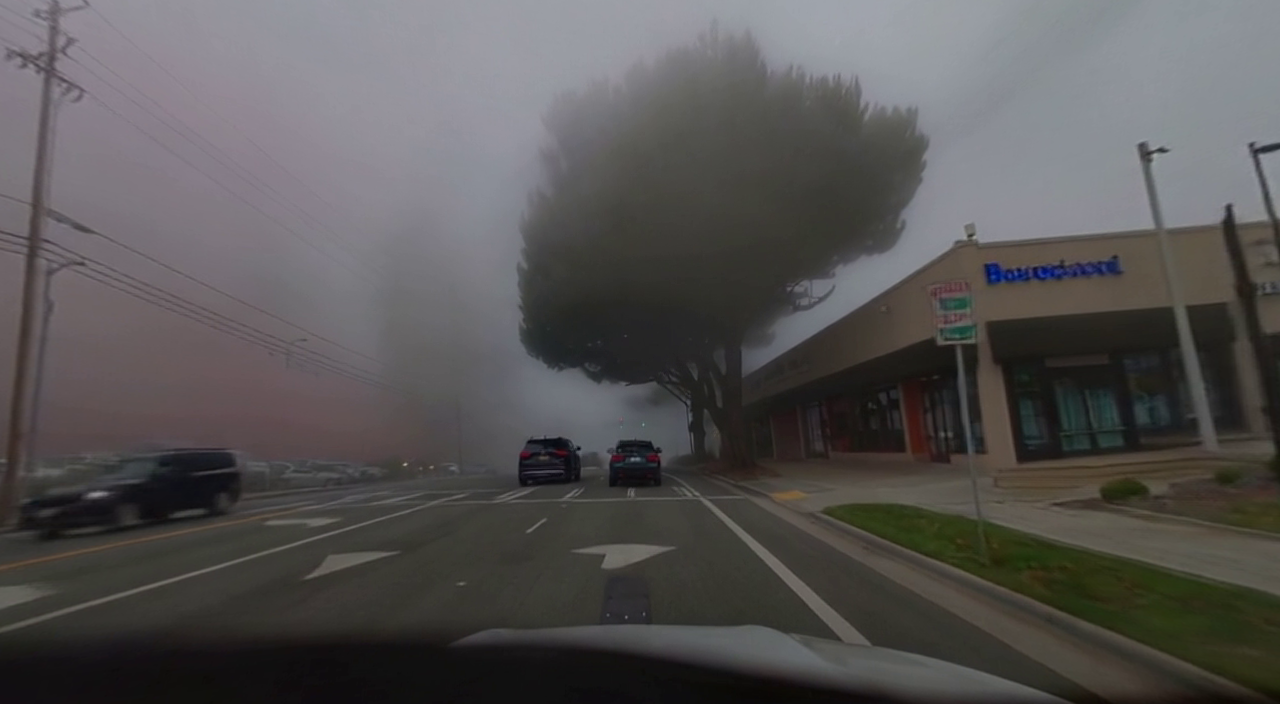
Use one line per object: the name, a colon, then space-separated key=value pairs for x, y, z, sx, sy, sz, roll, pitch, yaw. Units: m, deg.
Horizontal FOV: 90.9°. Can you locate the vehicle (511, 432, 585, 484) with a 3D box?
vehicle: x=-3.525 y=4.183 z=25.212 sx=2.064 sy=1.859 sz=5.154 roll=0 pitch=-8 yaw=1

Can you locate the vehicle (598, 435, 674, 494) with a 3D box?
vehicle: x=-0.117 y=3.455 z=19.774 sx=2.108 sy=1.612 sz=4.246 roll=0 pitch=-8 yaw=0

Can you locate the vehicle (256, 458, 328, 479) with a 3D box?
vehicle: x=-26.405 y=8.814 z=47.874 sx=4.553 sy=1.479 sz=1.768 roll=-1 pitch=-9 yaw=7
